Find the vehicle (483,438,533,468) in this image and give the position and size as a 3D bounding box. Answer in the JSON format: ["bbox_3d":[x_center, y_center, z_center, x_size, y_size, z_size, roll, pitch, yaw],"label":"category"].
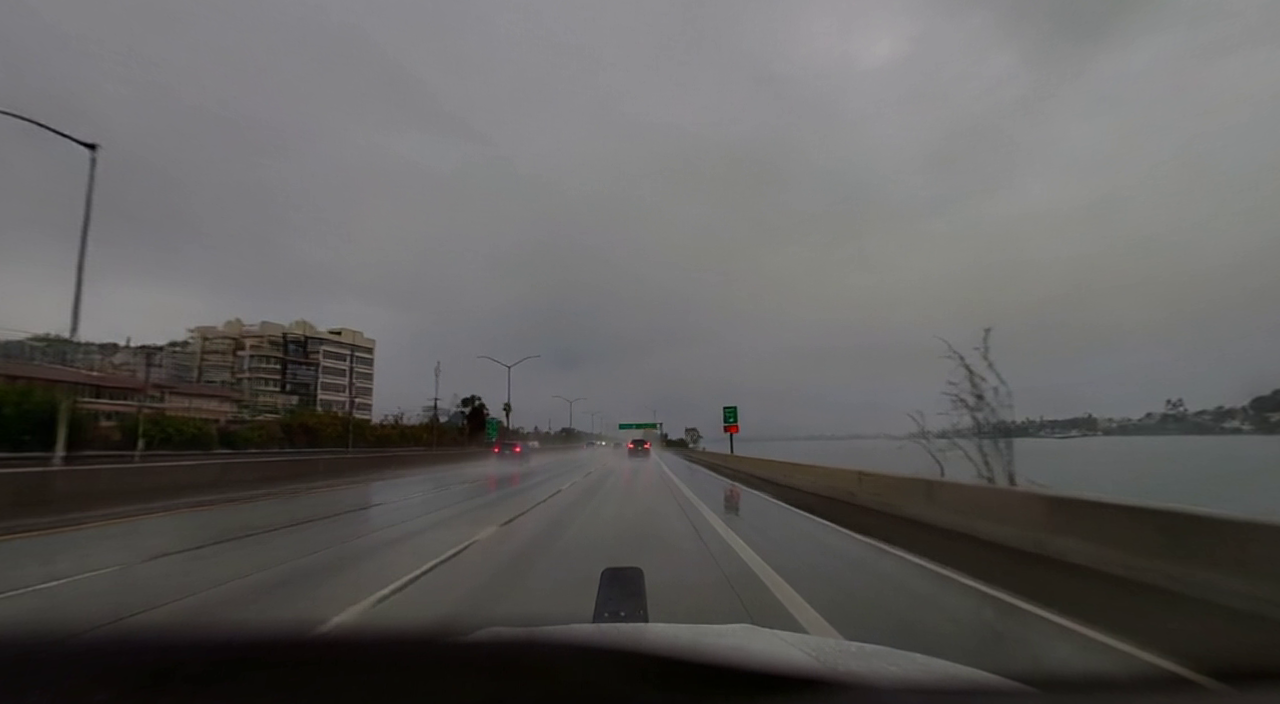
[{"bbox_3d":[-7.367,5.691,35.628,1.946,1.590,4.042,0,-8,0],"label":"vehicle"}]
